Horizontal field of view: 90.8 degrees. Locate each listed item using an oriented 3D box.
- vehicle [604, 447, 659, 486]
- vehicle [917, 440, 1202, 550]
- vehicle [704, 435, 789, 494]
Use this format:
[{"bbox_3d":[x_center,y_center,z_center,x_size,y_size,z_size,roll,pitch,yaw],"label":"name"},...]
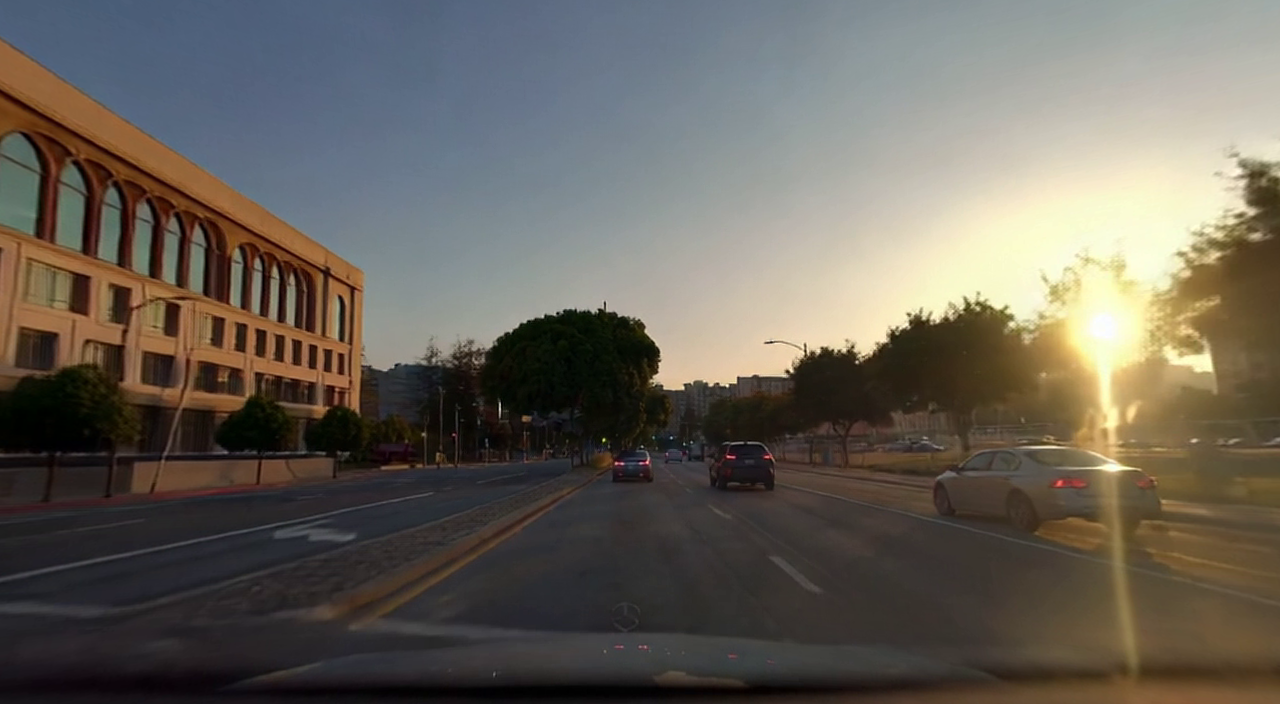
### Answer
[{"bbox_3d":[-0.348,4.617,25.921,2.054,1.446,3.969,0,-9,-1],"label":"vehicle"},{"bbox_3d":[6.705,2.279,10.841,1.868,1.472,4.274,0,-9,-1],"label":"vehicle"},{"bbox_3d":[3.466,3.757,21.420,2.036,1.757,4.300,0,-9,-1],"label":"vehicle"}]
